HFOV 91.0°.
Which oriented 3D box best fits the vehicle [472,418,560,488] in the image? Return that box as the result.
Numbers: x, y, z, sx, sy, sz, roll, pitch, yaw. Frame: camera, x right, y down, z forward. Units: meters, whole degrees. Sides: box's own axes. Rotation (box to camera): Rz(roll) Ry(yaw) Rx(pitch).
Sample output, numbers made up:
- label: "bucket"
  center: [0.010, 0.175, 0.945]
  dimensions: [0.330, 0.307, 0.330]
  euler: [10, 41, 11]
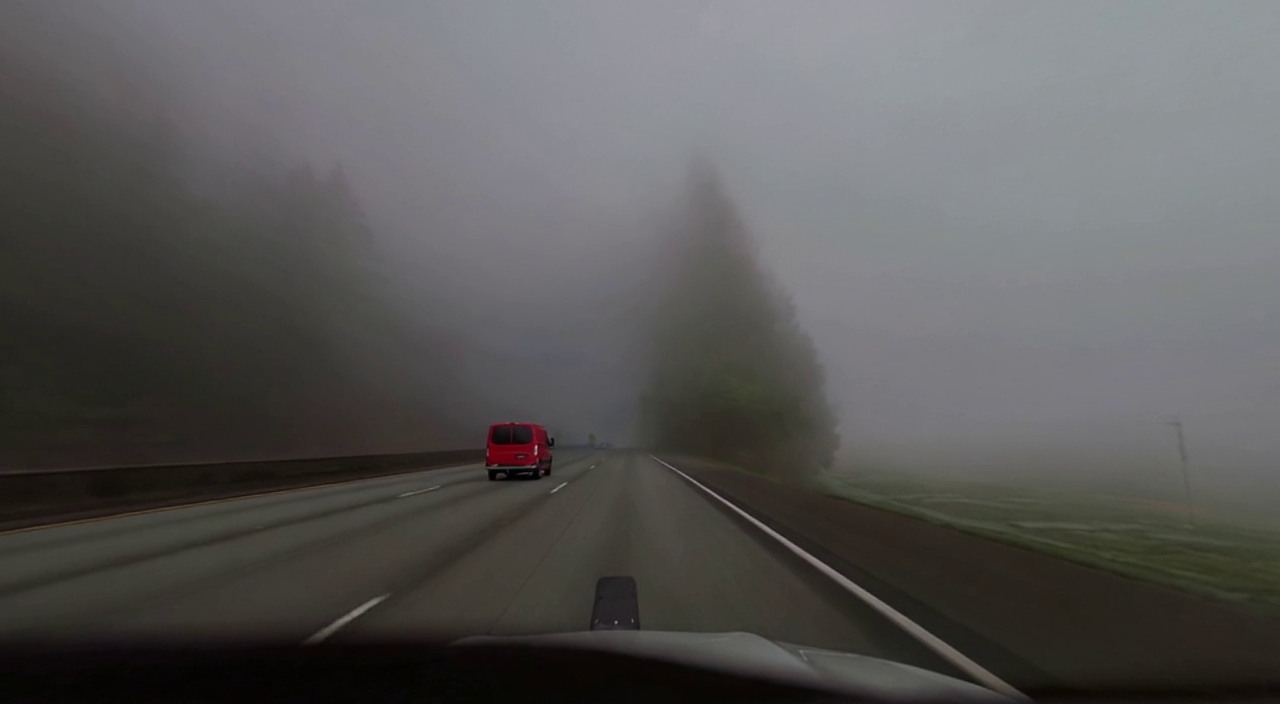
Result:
- label: "vehicle"
  center: [-3.946, 3.307, 20.872]
  dimensions: [1.976, 2.029, 4.737]
  euler: [-1, -8, 0]
